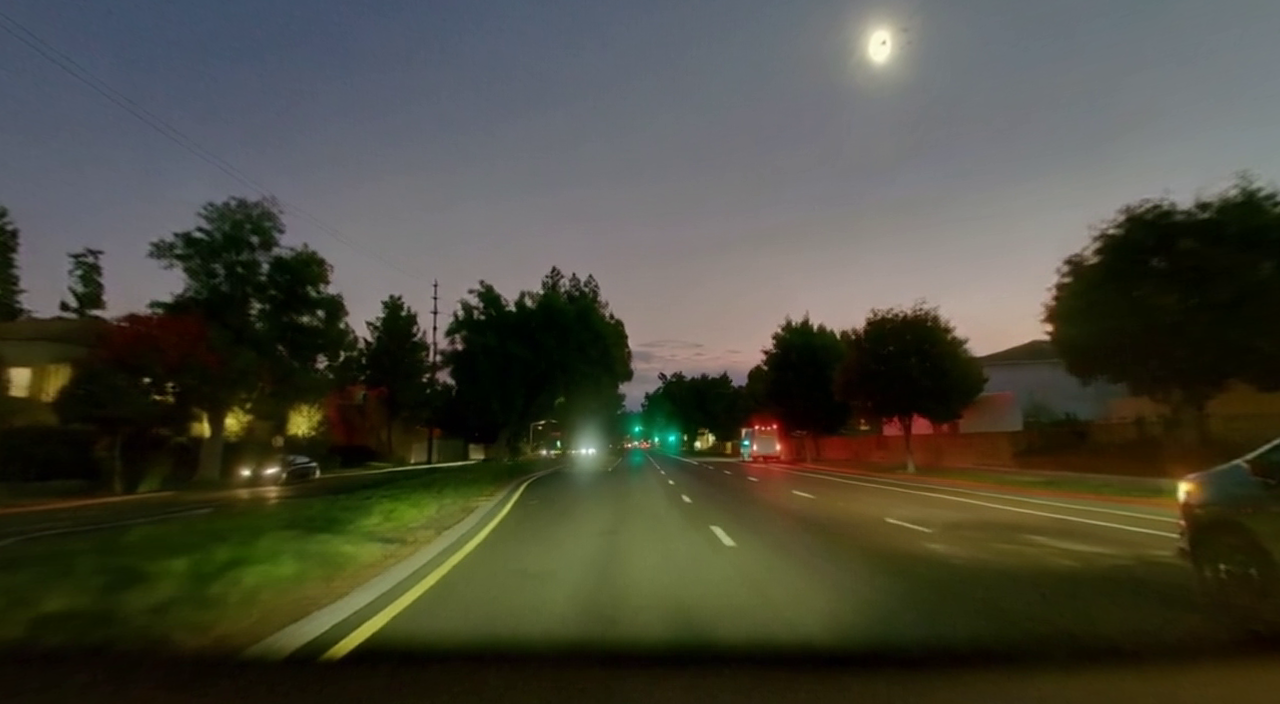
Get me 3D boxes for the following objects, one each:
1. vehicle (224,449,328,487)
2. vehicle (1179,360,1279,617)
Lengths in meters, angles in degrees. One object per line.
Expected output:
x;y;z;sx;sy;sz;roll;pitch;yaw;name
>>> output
-19.513;6.222;34.306;2.146;1.848;5.680;-1;-9;2;vehicle
6.218;0.702;2.609;2.493;1.956;6.125;0;-9;-1;vehicle
